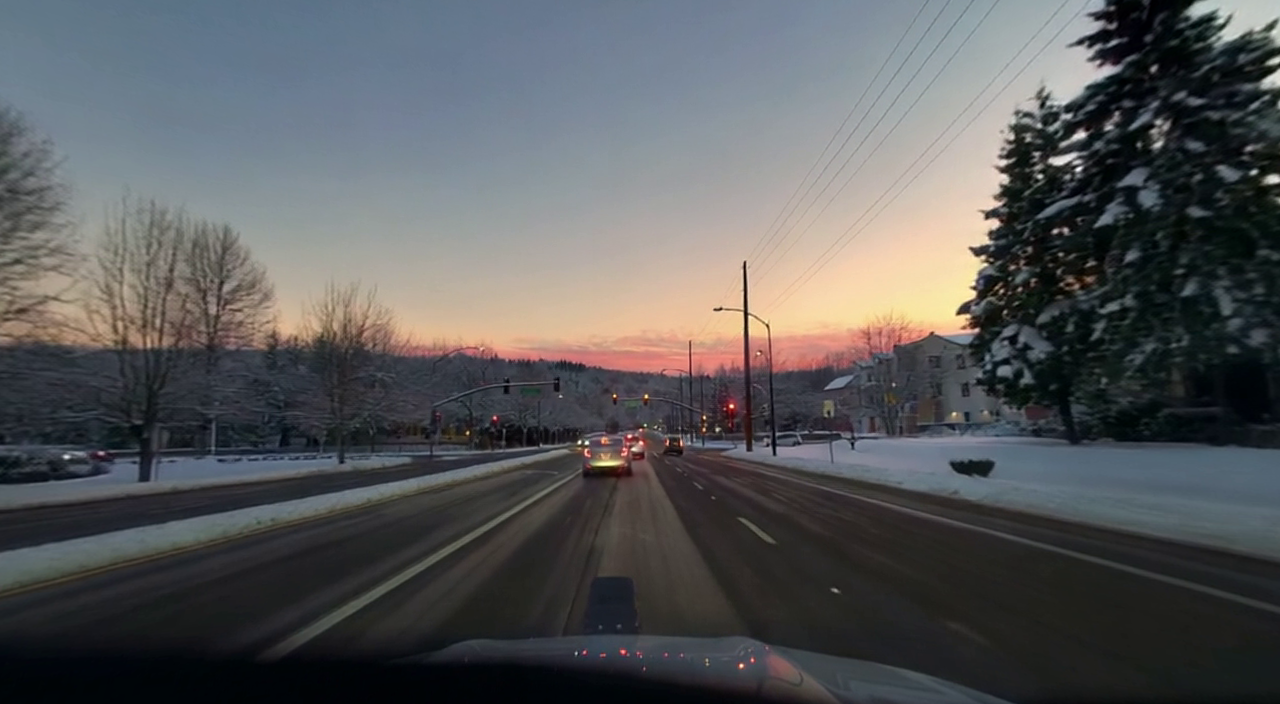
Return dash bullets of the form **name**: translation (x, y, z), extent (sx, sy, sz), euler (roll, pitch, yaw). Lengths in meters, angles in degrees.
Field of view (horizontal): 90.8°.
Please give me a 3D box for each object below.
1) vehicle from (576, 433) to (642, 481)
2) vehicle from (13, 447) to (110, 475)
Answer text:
- **vehicle**: translation (-0.989, 3.575, 21.763), extent (2.075, 1.470, 3.962), euler (0, -8, -1)
- **vehicle**: translation (-38.648, 7.254, 42.397), extent (2.026, 1.701, 4.536), euler (-1, -8, 4)
